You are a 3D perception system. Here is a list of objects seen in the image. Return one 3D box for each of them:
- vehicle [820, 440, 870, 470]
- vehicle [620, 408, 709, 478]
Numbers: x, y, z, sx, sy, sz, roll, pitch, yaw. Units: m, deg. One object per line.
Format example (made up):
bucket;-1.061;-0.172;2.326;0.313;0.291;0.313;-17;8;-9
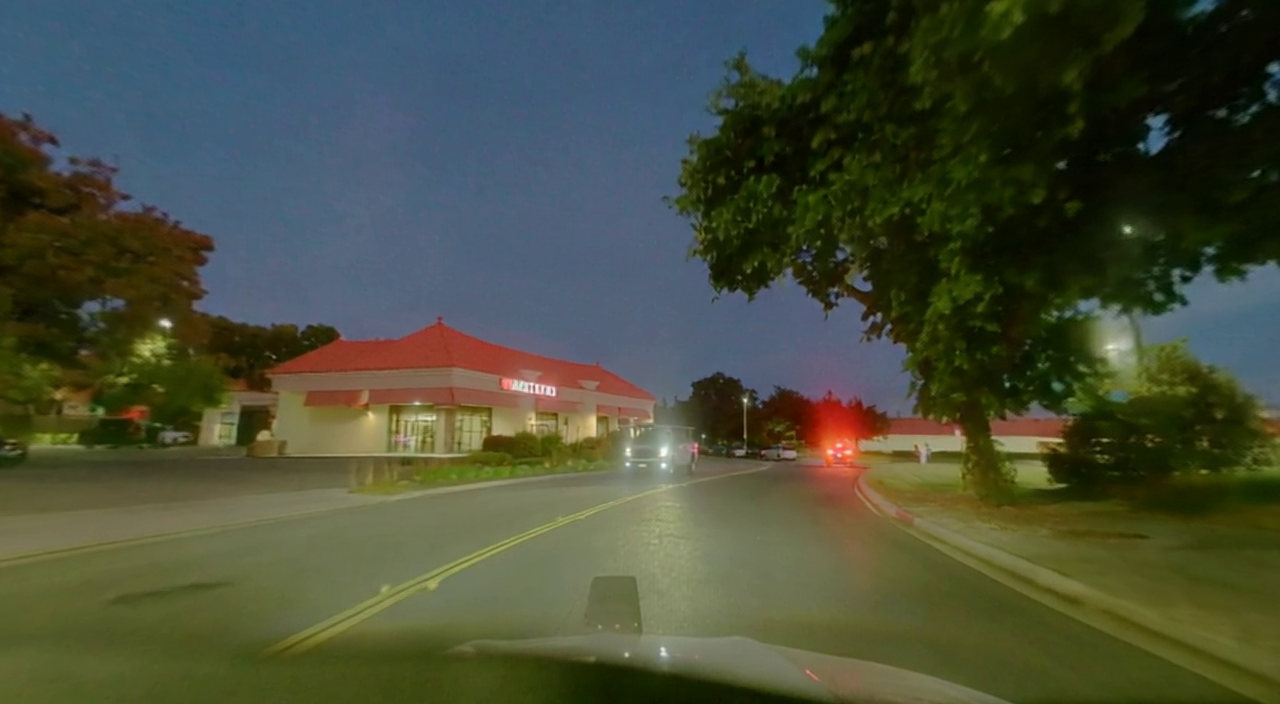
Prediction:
vehicle;13.066;6.577;40.656;2.292;1.767;5.128;-2;-9;10
vehicle;1.315;4.206;29.153;2.674;2.815;6.582;-2;-9;15
